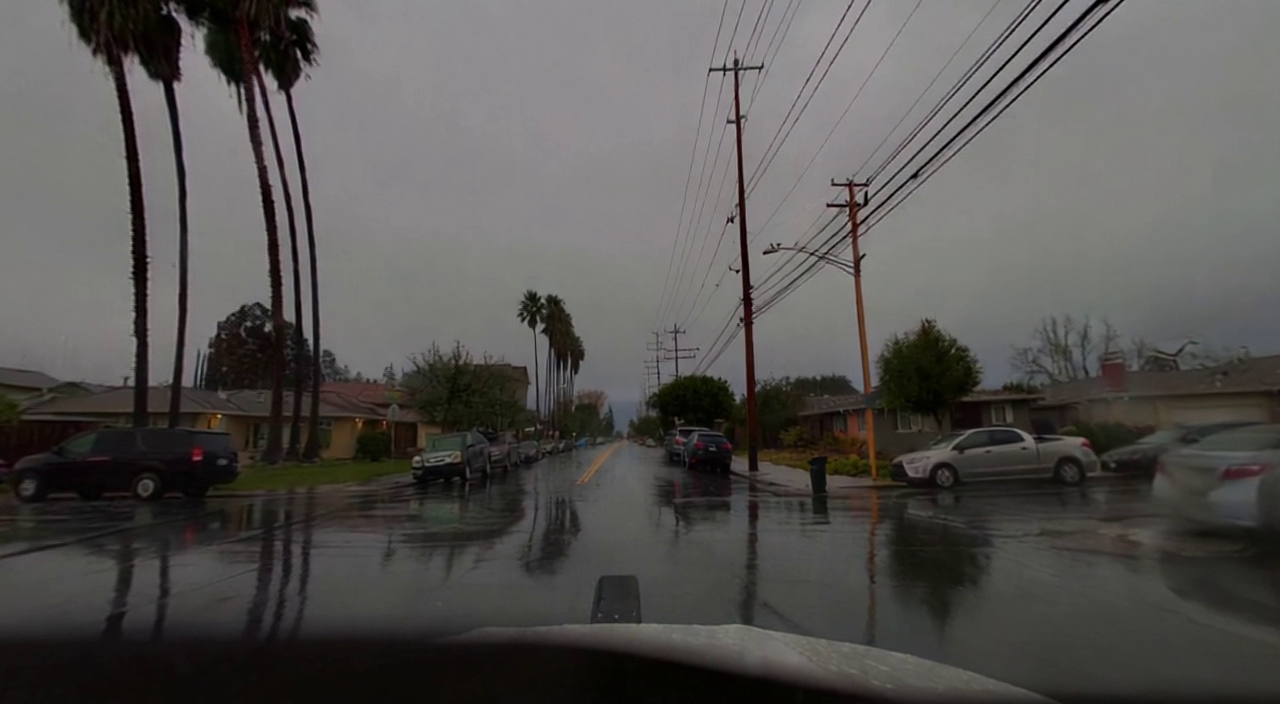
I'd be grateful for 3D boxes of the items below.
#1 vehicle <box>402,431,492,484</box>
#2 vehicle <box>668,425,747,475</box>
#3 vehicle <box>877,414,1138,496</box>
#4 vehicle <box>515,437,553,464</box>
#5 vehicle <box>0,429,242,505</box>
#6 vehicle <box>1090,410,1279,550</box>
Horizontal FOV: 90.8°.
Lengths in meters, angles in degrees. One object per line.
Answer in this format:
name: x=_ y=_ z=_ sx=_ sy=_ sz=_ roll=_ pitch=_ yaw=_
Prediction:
vehicle: x=-6.953 y=3.840 z=23.300 sx=2.198 sy=1.724 sz=4.493 roll=1 pitch=-9 yaw=-4
vehicle: x=2.700 y=4.194 z=27.056 sx=2.505 sy=1.895 sz=5.805 roll=0 pitch=-9 yaw=-2
vehicle: x=10.272 y=2.909 z=18.030 sx=5.971 sy=1.967 sz=2.385 roll=-1 pitch=-9 yaw=-5
vehicle: x=-7.729 y=7.229 z=46.616 sx=2.178 sy=1.865 sz=4.658 roll=0 pitch=-9 yaw=-2
vehicle: x=-14.794 y=3.167 z=17.528 sx=5.847 sy=1.766 sz=2.392 roll=-2 pitch=-9 yaw=-2
vehicle: x=8.993 y=1.671 z=8.577 sx=4.181 sy=1.638 sz=2.015 roll=0 pitch=-9 yaw=-1
